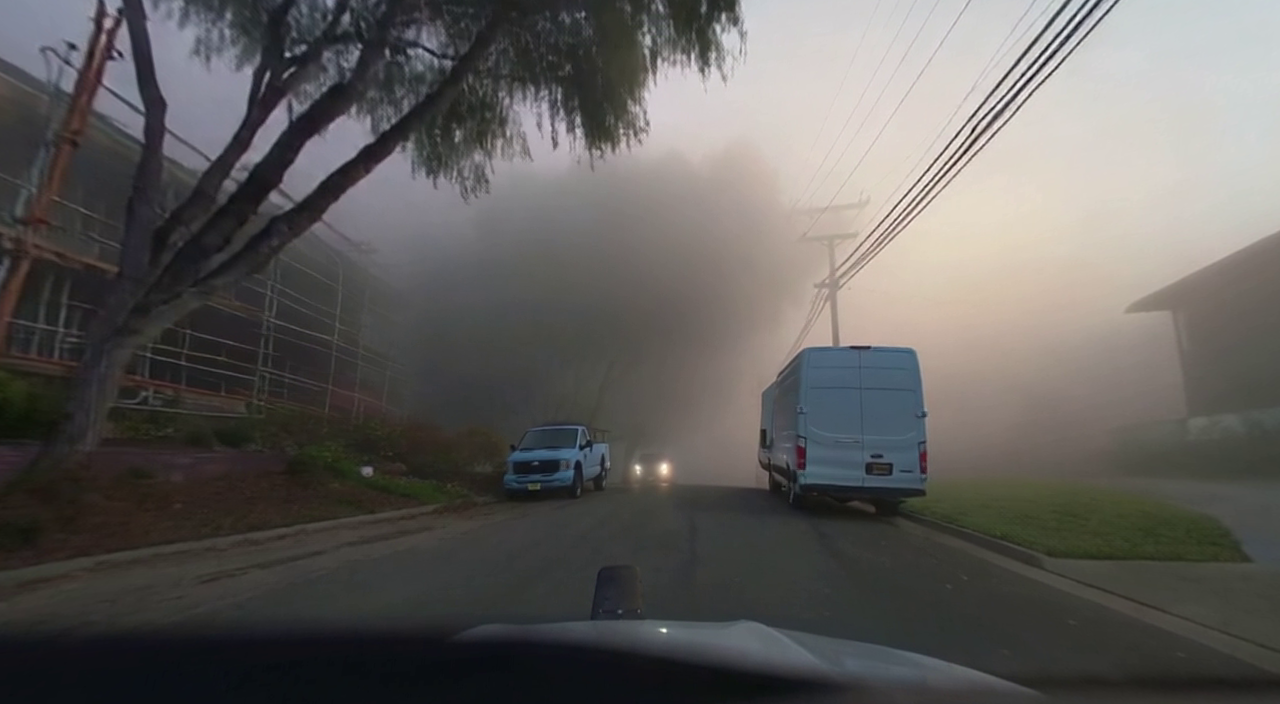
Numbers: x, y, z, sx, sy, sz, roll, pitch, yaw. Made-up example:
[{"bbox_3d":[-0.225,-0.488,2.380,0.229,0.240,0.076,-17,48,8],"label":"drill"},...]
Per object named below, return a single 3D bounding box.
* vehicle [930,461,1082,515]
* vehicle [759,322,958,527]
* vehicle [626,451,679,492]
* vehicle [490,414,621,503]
[{"bbox_3d":[15.735,5.832,27.382,5.321,1.857,1.976,-1,-3,14],"label":"vehicle"},{"bbox_3d":[4.973,2.073,16.749,2.915,3.793,9.963,0,-9,7],"label":"vehicle"},{"bbox_3d":[0.779,6.261,33.412,2.257,1.916,5.089,-1,-9,8],"label":"vehicle"},{"bbox_3d":[-2.058,2.709,16.977,2.171,1.910,4.789,-2,-5,9],"label":"vehicle"}]
